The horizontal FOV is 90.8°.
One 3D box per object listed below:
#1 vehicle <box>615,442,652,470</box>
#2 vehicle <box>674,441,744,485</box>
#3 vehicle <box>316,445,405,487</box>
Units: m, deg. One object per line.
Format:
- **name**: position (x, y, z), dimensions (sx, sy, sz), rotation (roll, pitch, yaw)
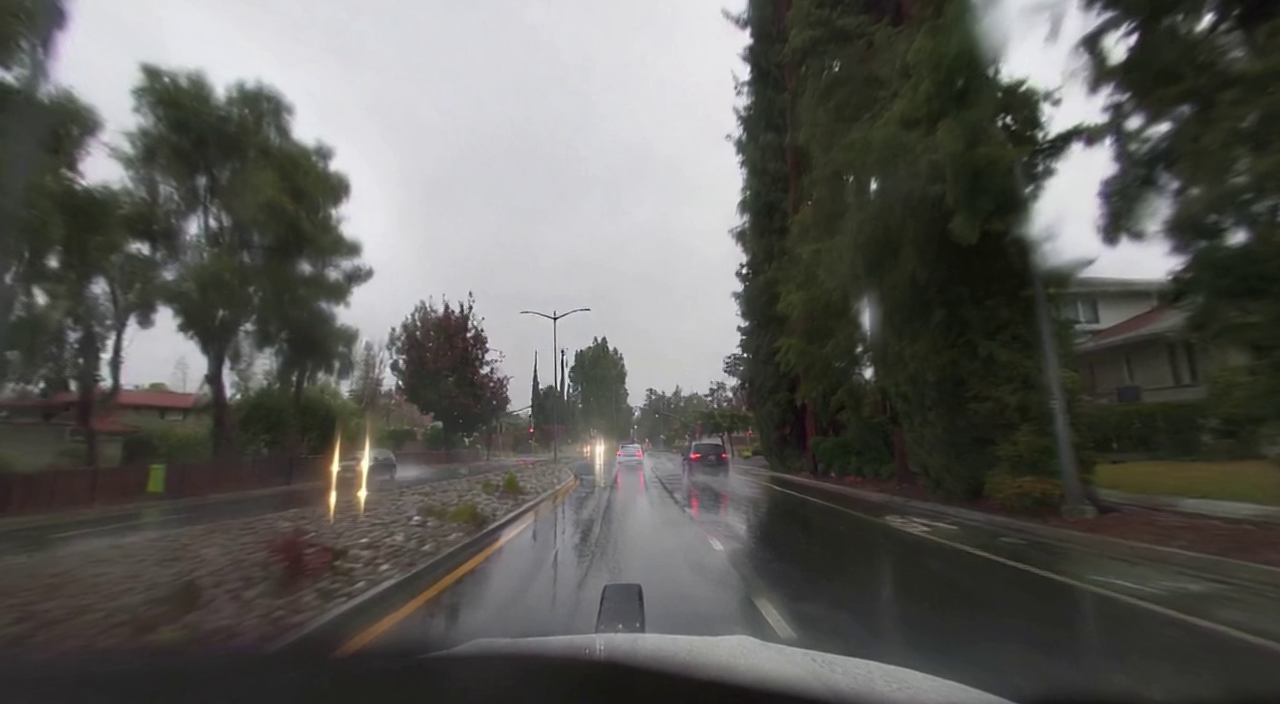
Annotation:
- **vehicle**: position (-0.391, 6.101, 37.240), dimensions (2.018, 1.511, 3.993), rotation (0, -8, -1)
- **vehicle**: position (2.496, 4.141, 24.018), dimensions (2.057, 1.496, 4.401), rotation (0, -8, -1)
- **vehicle**: position (-12.466, 5.080, 28.569), dimensions (1.993, 1.708, 4.623), rotation (0, -8, -1)
